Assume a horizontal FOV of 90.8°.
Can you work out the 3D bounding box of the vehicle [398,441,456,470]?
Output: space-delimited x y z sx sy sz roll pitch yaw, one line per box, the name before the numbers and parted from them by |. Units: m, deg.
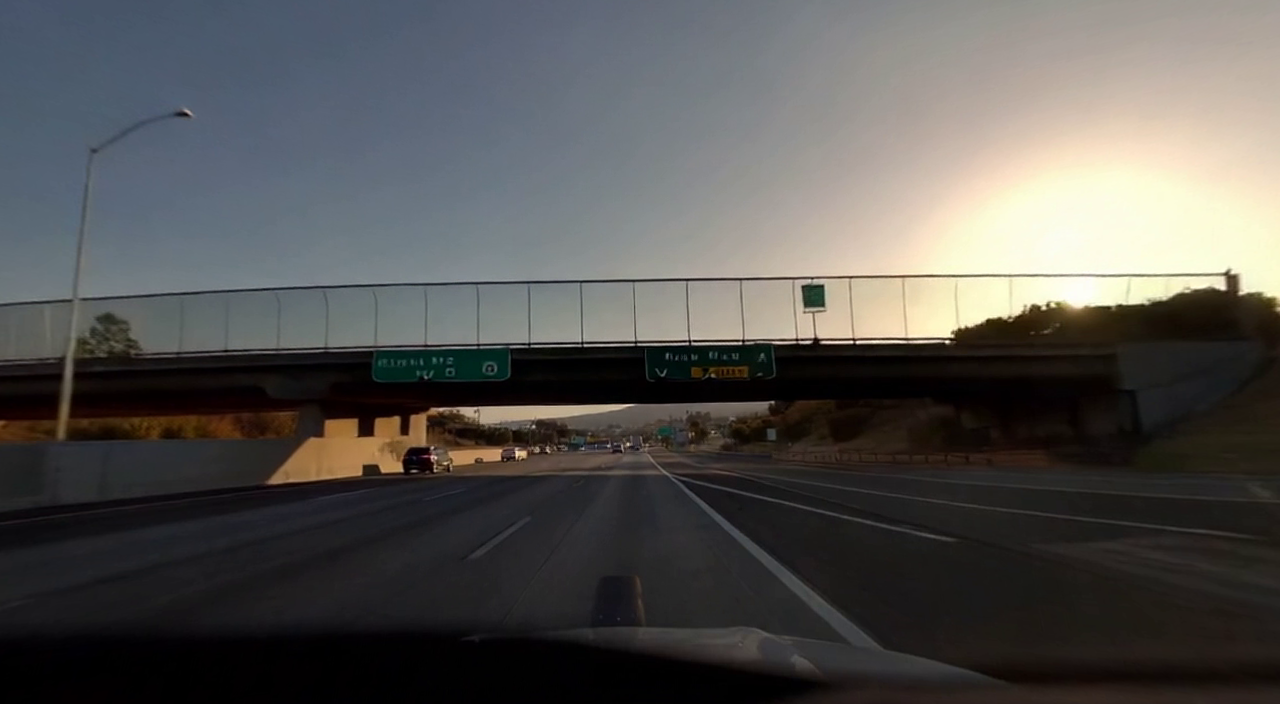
vehicle | -14.231 6.951 42.562 2.049 1.792 5.177 0 -9 0
